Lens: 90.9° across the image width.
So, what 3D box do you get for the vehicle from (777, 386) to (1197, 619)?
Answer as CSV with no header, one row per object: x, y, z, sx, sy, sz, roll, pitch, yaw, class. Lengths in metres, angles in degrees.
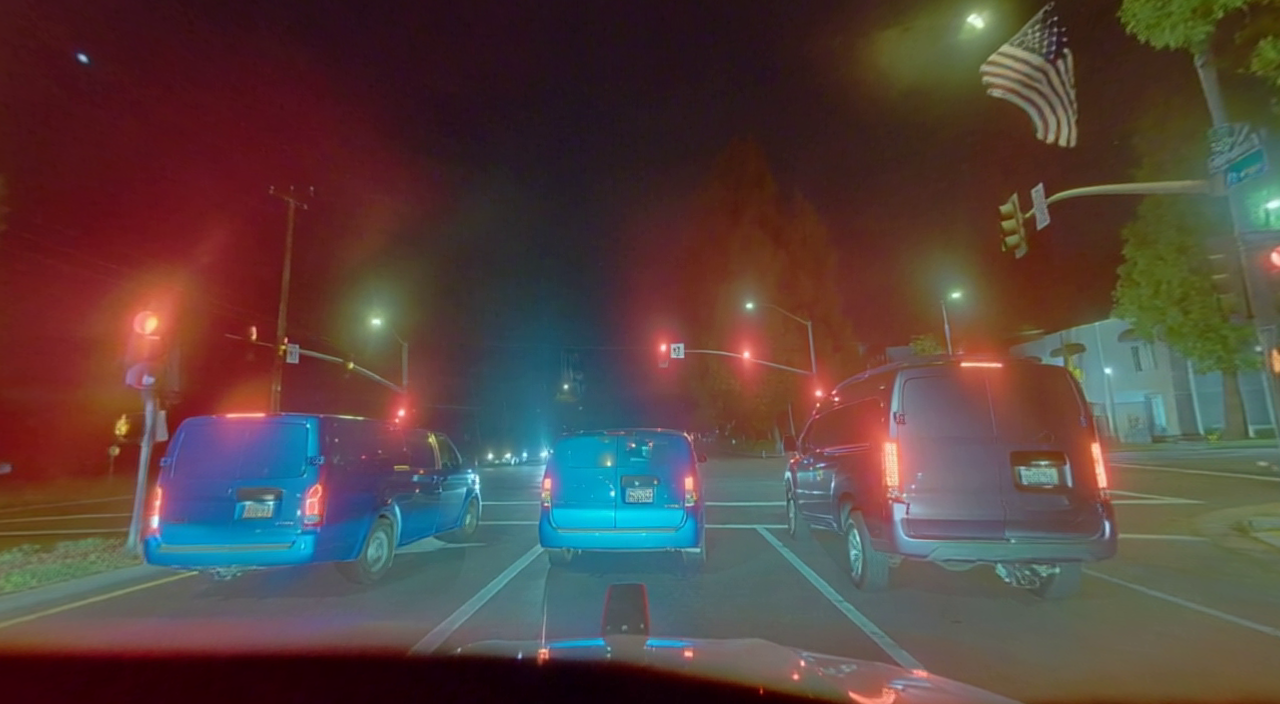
3.092,1.462,7.018,2.178,1.746,4.400,0,-9,1,vehicle

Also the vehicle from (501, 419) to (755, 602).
-0.136,1.621,7.344,2.098,1.494,4.118,0,-9,-1,vehicle

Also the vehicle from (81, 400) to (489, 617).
-3.303,1.529,7.031,2.024,1.677,3.998,-1,-9,3,vehicle
